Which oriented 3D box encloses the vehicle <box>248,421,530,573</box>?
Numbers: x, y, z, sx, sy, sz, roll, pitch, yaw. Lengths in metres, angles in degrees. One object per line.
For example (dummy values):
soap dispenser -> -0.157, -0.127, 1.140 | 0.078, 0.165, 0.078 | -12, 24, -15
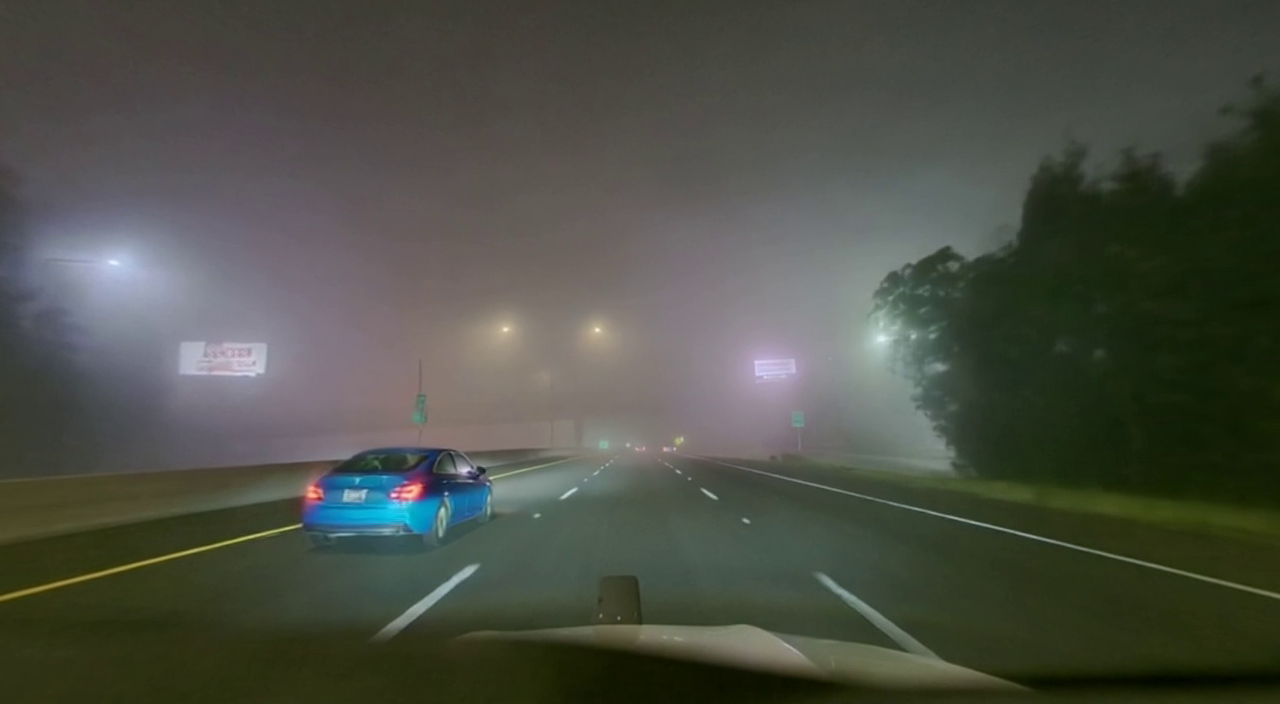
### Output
vehicle -> -3.017, 1.844, 8.904 | 2.029, 1.557, 4.570 | 0, -8, 1
